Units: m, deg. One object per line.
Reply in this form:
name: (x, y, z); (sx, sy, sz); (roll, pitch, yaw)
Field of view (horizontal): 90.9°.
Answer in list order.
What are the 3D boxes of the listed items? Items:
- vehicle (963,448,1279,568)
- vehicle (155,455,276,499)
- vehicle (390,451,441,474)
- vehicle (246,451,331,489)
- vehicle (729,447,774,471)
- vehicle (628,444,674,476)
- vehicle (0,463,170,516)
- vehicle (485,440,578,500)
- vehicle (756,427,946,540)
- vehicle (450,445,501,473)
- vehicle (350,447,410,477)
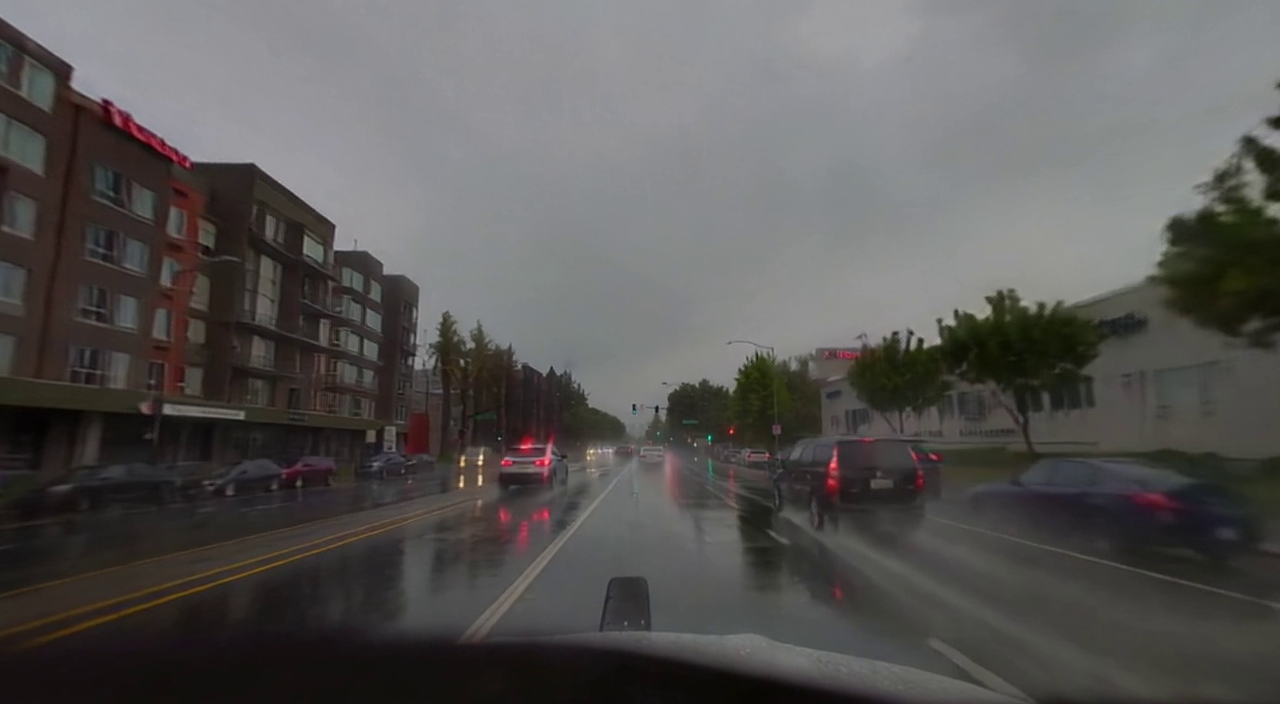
vehicle: (7.161, 2.265, 10.019); (1.769, 1.427, 4.487); (0, -9, 2)
vehicle: (-16.930, 4.966, 25.424); (1.854, 1.466, 4.377); (-2, -8, 0)
vehicle: (-16.277, 8.049, 45.997); (1.919, 1.469, 4.719); (-2, -8, 1)
vehicle: (-16.871, 5.643, 30.484); (1.825, 1.560, 4.109); (-2, -8, -1)
vehicle: (7.278, 7.025, 41.537); (1.920, 1.473, 4.898); (0, -9, -2)
vehicle: (0.519, 5.329, 31.316); (2.103, 1.468, 4.094); (0, -9, 0)
vehicle: (-16.992, 4.135, 19.394); (1.668, 1.298, 4.337); (0, -9, 1)
vehicle: (-2.970, 3.313, 18.115); (1.860, 1.510, 4.073); (0, -9, 1)
vehicle: (3.463, 2.226, 11.263); (1.987, 1.637, 3.896); (0, -9, 0)
vehicle: (-10.397, 6.769, 40.131); (1.951, 1.658, 4.473); (-1, -9, 2)
vehicle: (-16.673, 7.068, 40.638); (2.001, 1.760, 4.329); (-2, -9, 0)
